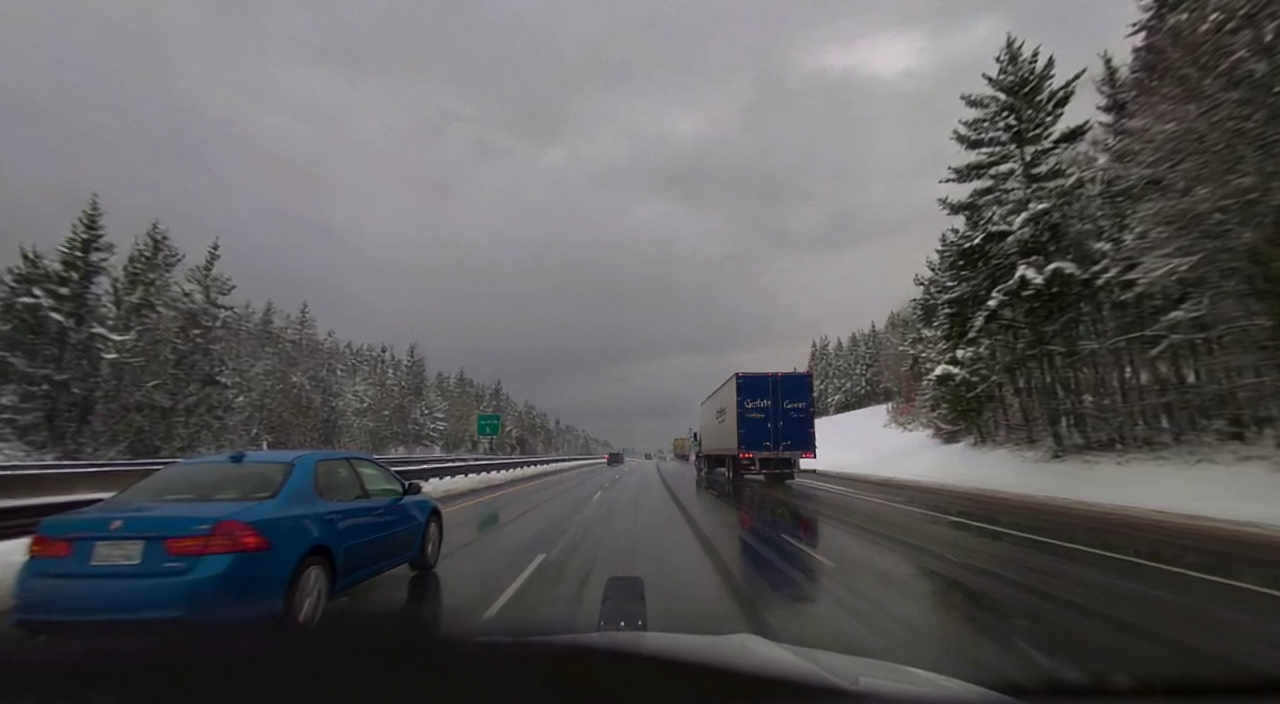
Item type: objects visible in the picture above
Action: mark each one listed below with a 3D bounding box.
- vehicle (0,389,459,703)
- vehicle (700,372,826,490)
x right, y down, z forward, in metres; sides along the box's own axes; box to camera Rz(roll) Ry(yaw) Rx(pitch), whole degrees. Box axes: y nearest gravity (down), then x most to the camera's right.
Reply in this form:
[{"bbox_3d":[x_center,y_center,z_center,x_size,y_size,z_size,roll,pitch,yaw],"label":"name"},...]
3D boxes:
[{"bbox_3d":[-3.101,1.300,5.017,1.960,1.579,4.384,0,-9,1],"label":"vehicle"},{"bbox_3d":[4.758,3.693,27.973,2.858,3.952,13.731,0,-9,0],"label":"vehicle"}]
